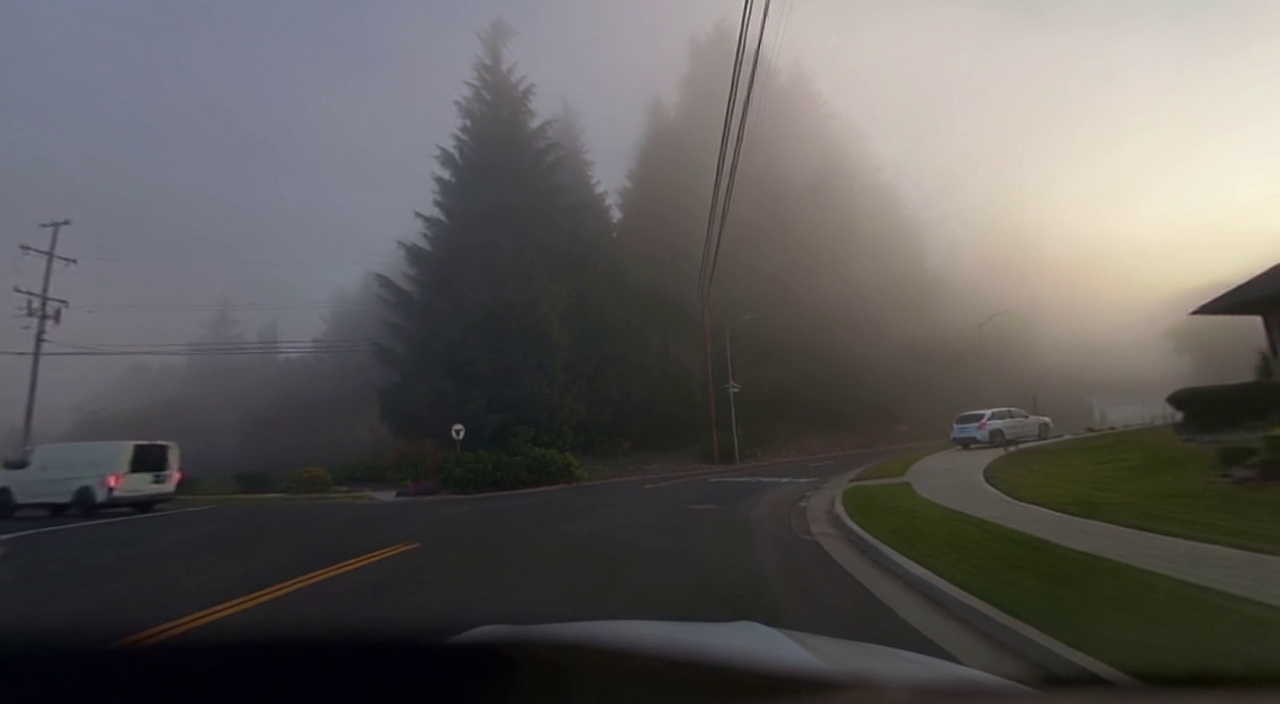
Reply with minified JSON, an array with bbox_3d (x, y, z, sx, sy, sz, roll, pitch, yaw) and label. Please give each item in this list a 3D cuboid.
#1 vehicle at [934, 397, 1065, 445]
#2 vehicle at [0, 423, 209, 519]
[{"bbox_3d":[17.403,3.462,30.770,2.056,2.014,5.011,8,-13,-43],"label":"vehicle"},{"bbox_3d":[-20.049,4.242,22.987,7.559,3.058,2.929,-3,-9,18],"label":"vehicle"}]
